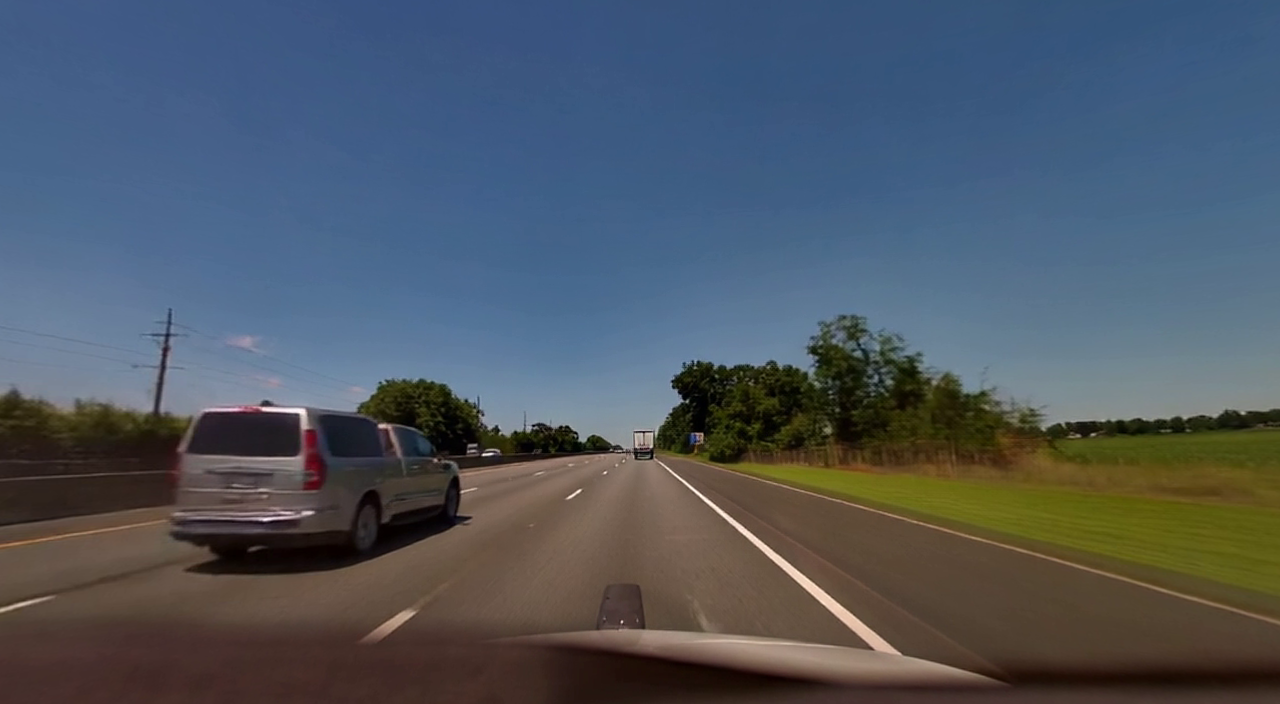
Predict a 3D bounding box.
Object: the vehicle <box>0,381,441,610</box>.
[{"bbox_3d":[-3.961,1.385,6.834,2.216,1.678,4.204,0,-9,0],"label":"vehicle"}]
